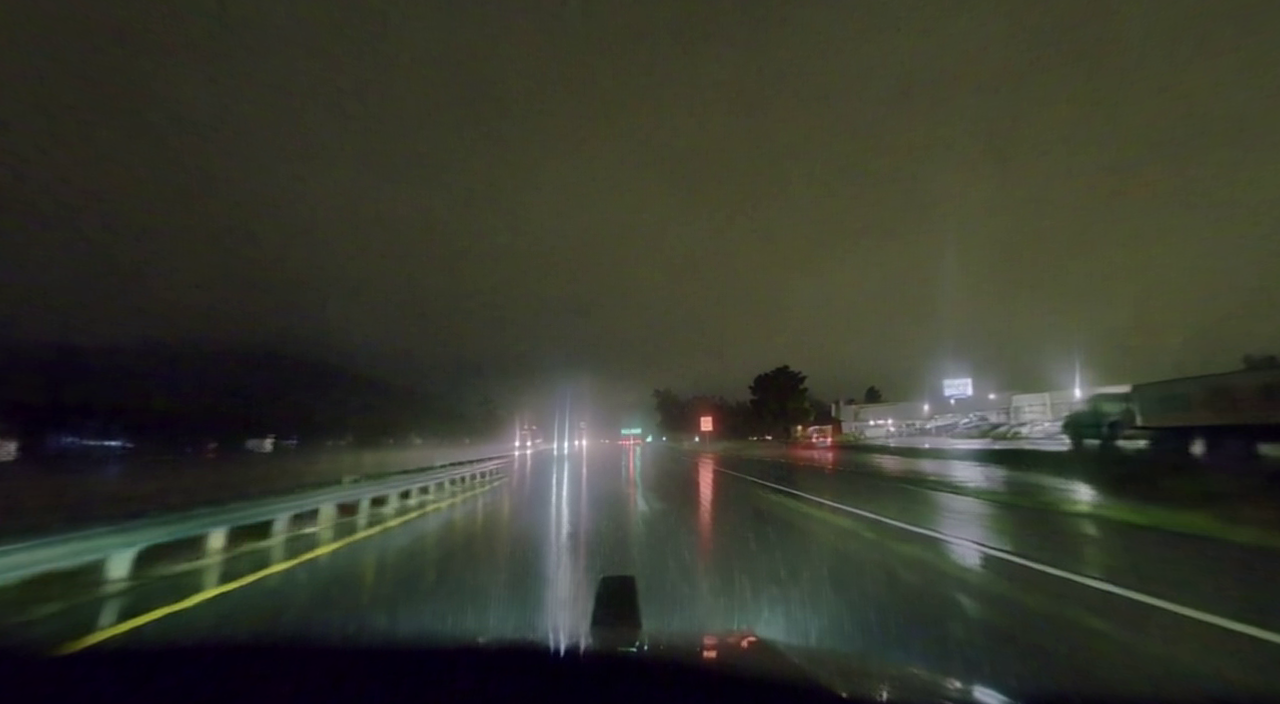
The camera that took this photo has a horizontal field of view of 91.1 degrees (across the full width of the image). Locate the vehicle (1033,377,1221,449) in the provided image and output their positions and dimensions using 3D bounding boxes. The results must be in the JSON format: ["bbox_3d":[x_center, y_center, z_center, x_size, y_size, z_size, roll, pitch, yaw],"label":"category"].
[{"bbox_3d":[35.817,4.984,47.992,3.267,4.400,17.445,-3,-8,10],"label":"vehicle"}]

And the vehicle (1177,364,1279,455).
[{"bbox_3d":[31.824,2.406,28.034,3.114,4.328,18.495,-5,-8,12],"label":"vehicle"}]
